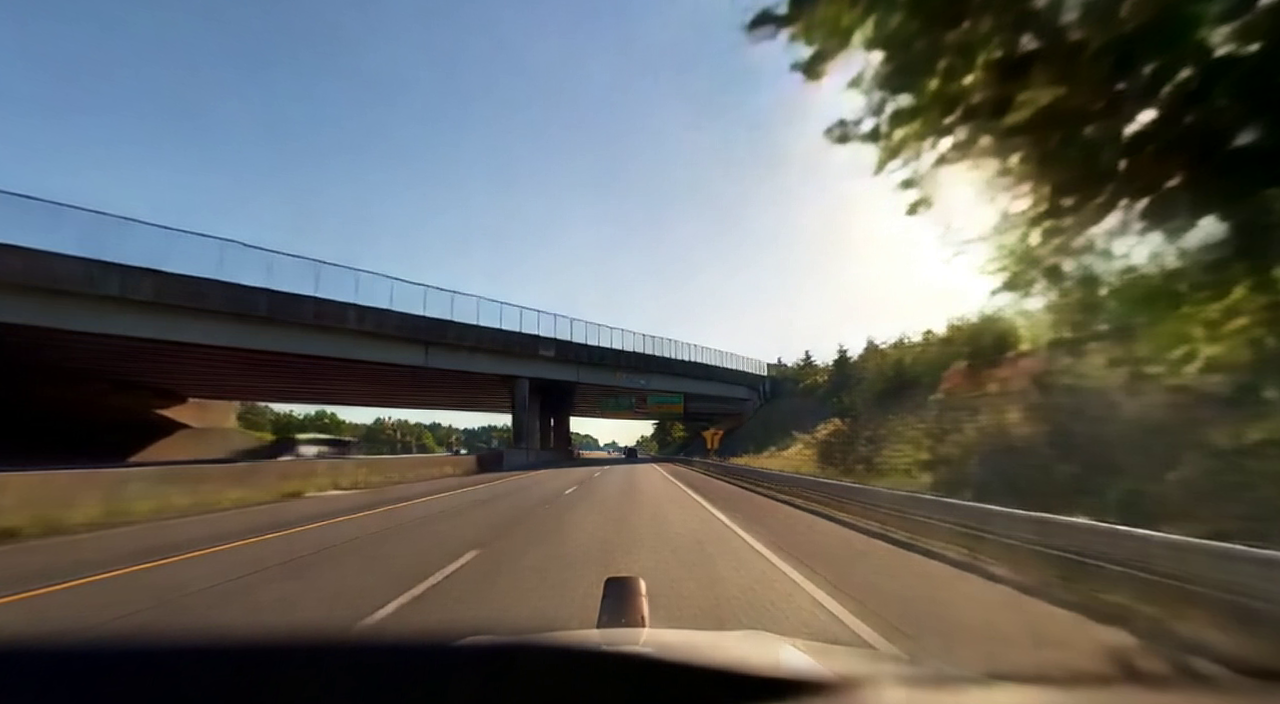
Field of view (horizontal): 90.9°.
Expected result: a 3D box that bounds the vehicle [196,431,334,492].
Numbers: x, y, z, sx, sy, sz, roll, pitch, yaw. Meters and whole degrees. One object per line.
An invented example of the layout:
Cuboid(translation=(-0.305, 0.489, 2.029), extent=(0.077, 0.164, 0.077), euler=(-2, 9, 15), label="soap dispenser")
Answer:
Cuboid(translation=(-12.169, 3.581, 20.859), extent=(1.869, 1.751, 4.427), euler=(0, -9, -1), label="vehicle")
